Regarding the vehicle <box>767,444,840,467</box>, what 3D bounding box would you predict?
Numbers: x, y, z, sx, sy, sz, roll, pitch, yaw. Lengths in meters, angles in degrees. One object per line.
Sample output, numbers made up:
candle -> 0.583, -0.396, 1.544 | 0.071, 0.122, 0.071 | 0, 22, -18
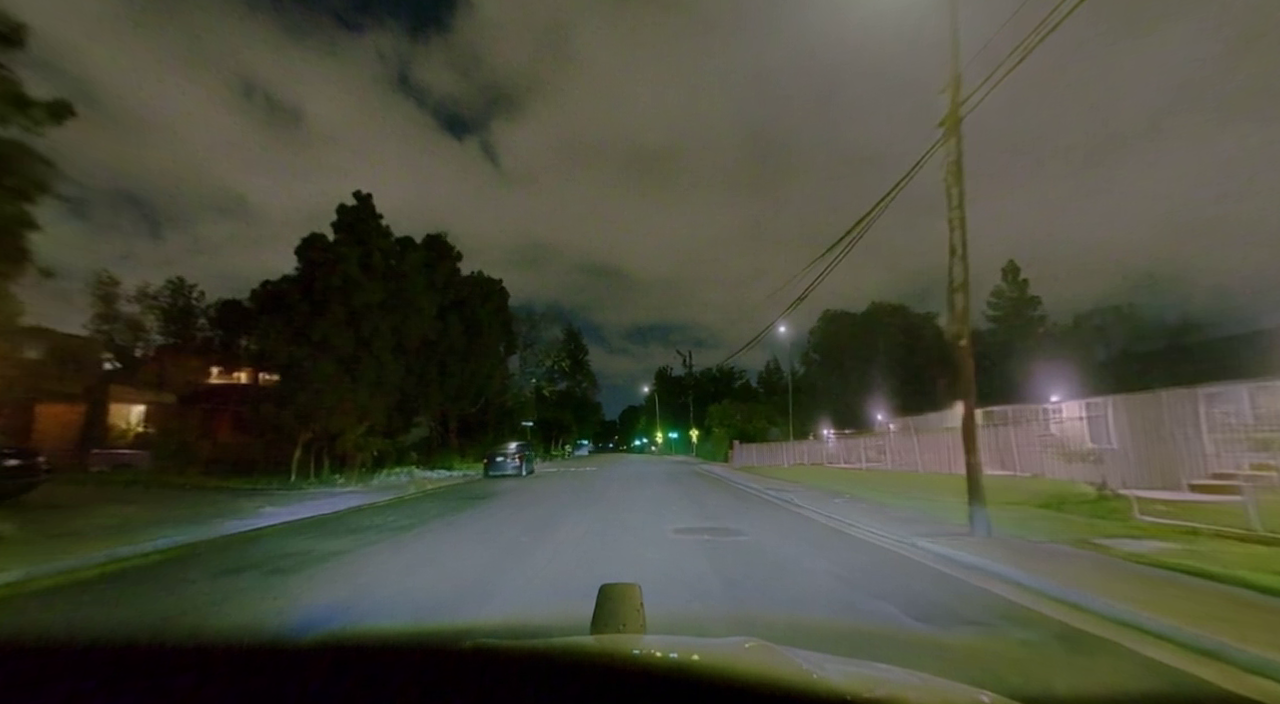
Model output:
vehicle -> 12.169, 7.713, 46.862 | 4.708, 1.527, 2.113 | 0, -8, -9

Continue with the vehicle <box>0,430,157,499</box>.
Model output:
vehicle -> -14.356, 2.620, 14.803 | 4.291, 1.484, 1.872 | 0, -9, -1

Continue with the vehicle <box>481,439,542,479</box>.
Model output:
vehicle -> -6.128, 5.141, 30.409 | 1.998, 1.742, 4.210 | 0, -9, 1
